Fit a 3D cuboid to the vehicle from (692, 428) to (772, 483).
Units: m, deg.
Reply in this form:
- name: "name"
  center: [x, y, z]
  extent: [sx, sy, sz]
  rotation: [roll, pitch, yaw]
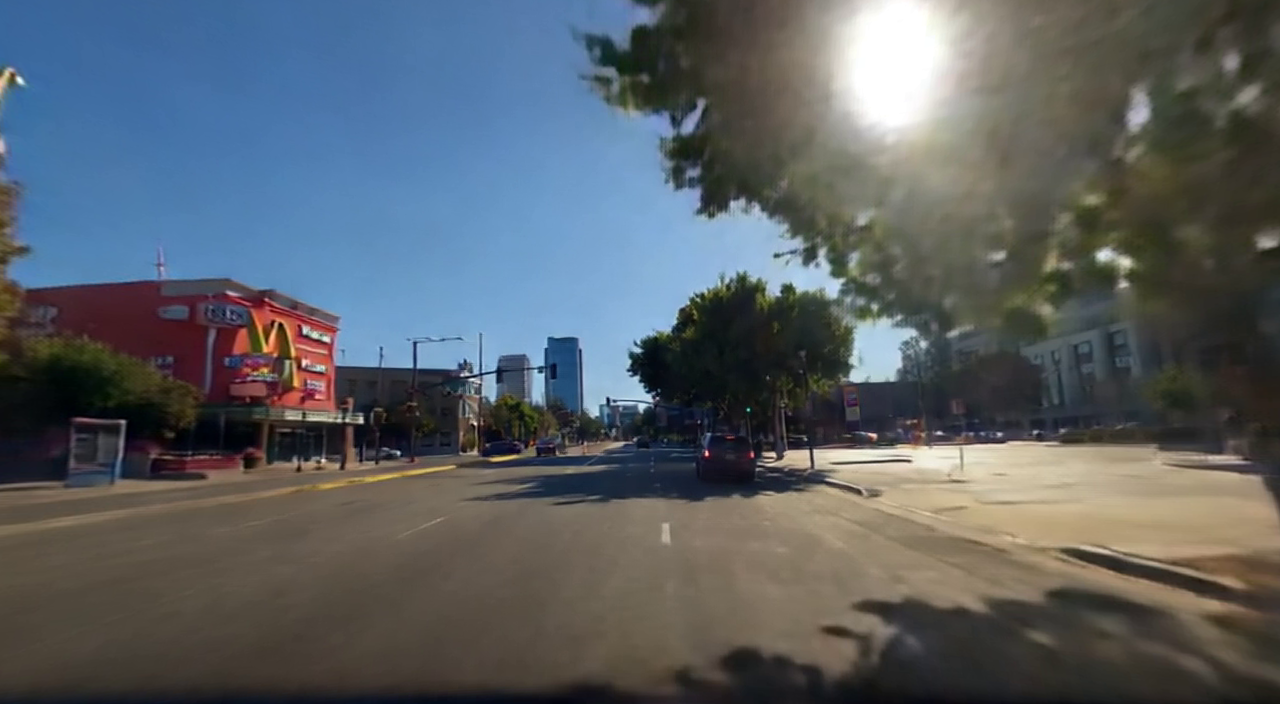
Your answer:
- name: "vehicle"
  center: [3.027, 3.528, 21.710]
  extent: [2.230, 1.683, 4.204]
  rotation: [0, -8, 2]

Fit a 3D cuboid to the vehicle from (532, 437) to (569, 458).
- name: "vehicle"
  center: [-6.625, 7.094, 47.118]
  extent: [1.924, 1.458, 4.448]
  rotation: [-1, -8, 2]
